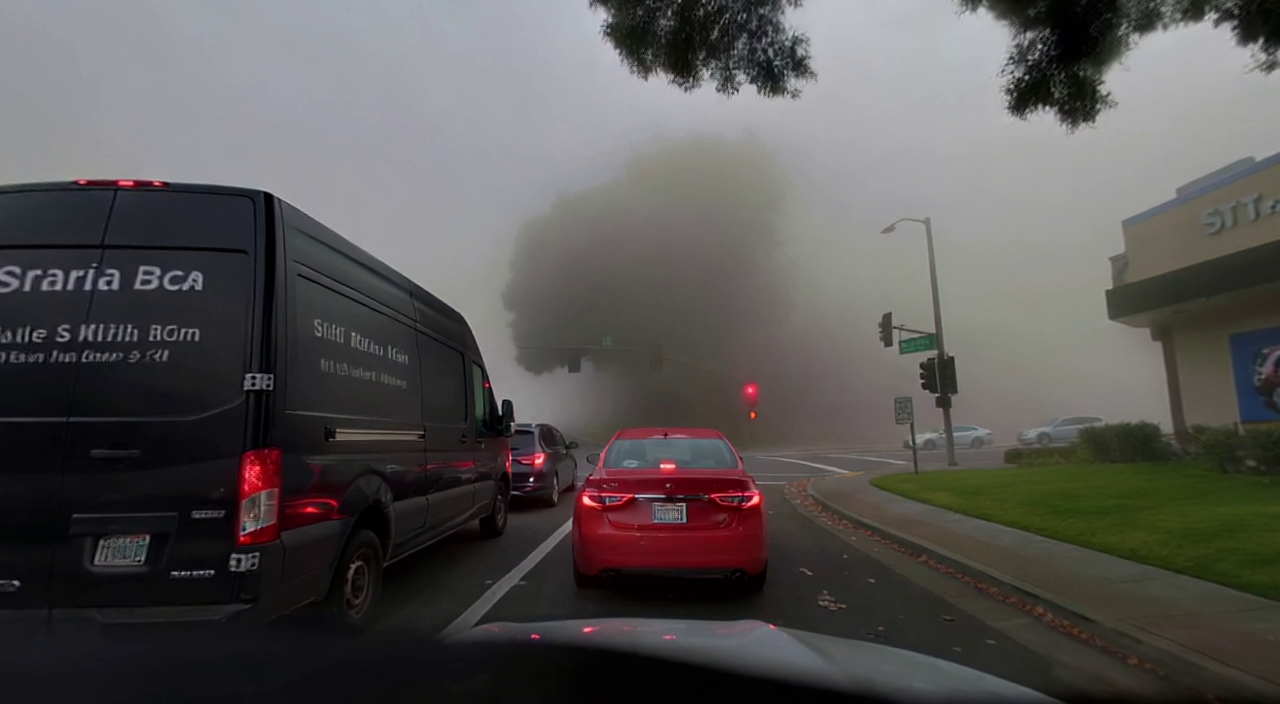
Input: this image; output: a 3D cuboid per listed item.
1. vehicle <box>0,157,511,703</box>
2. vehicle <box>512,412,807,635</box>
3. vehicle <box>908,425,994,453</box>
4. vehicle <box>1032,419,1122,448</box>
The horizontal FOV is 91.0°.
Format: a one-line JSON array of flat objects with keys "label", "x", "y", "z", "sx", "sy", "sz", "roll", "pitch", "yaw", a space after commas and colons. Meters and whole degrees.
[{"label": "vehicle", "x": -3.118, "y": 0.912, "z": 5.852, "sx": 2.555, "sy": 3.035, "sz": 5.702, "roll": 0, "pitch": -8, "yaw": 0}, {"label": "vehicle", "x": 0.299, "y": 1.706, "z": 7.337, "sx": 2.398, "sy": 1.773, "sz": 4.254, "roll": -1, "pitch": -8, "yaw": 4}, {"label": "vehicle", "x": 21.935, "y": 6.164, "z": 44.495, "sx": 5.021, "sy": 1.848, "sz": 2.210, "roll": 1, "pitch": -9, "yaw": -9}, {"label": "vehicle", "x": 32.028, "y": 6.015, "z": 46.147, "sx": 5.084, "sy": 2.041, "sz": 2.360, "roll": 2, "pitch": -9, "yaw": -10}]
